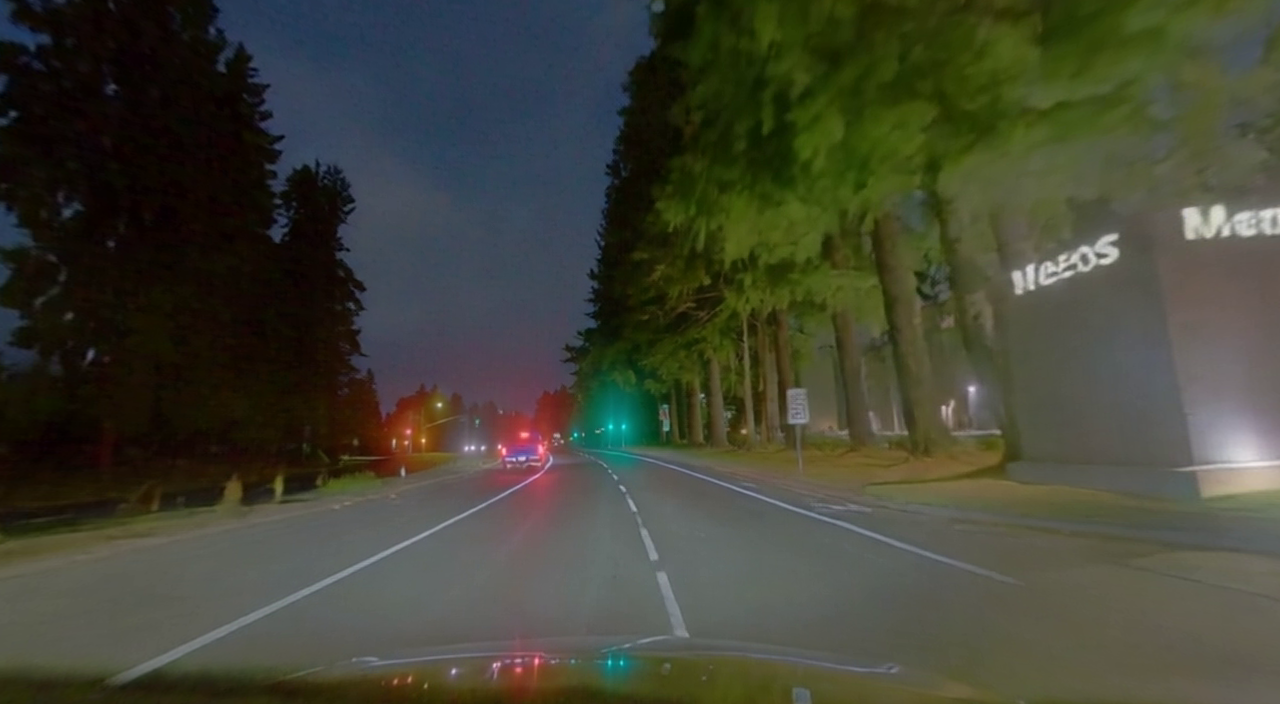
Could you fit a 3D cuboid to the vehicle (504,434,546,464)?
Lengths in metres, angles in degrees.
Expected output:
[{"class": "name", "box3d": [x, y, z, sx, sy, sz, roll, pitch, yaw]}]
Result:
[{"class": "vehicle", "box3d": [-7.704, 6.589, 42.948, 2.267, 1.849, 6.402, 0, -8, -5]}]
